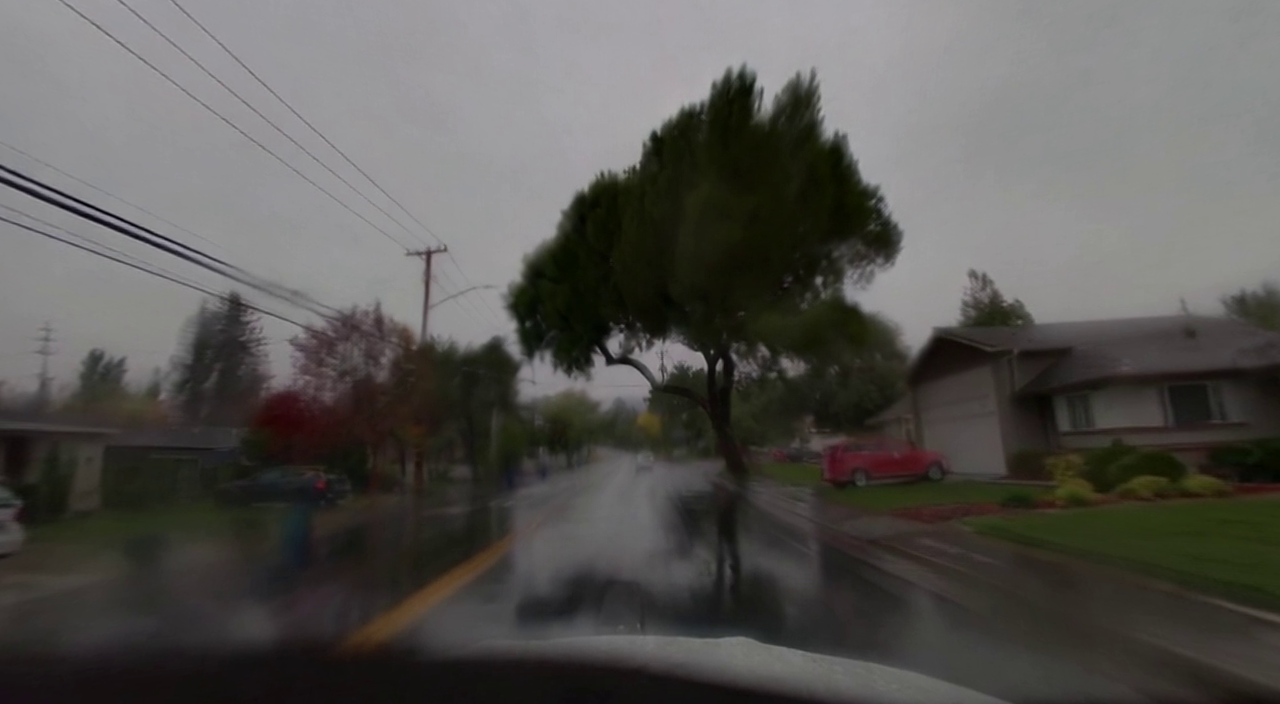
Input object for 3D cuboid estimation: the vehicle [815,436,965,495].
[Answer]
[{"bbox_3d":[7.729,3.531,19.843,3.846,1.725,1.920,0,-8,-3],"label":"vehicle"}]
